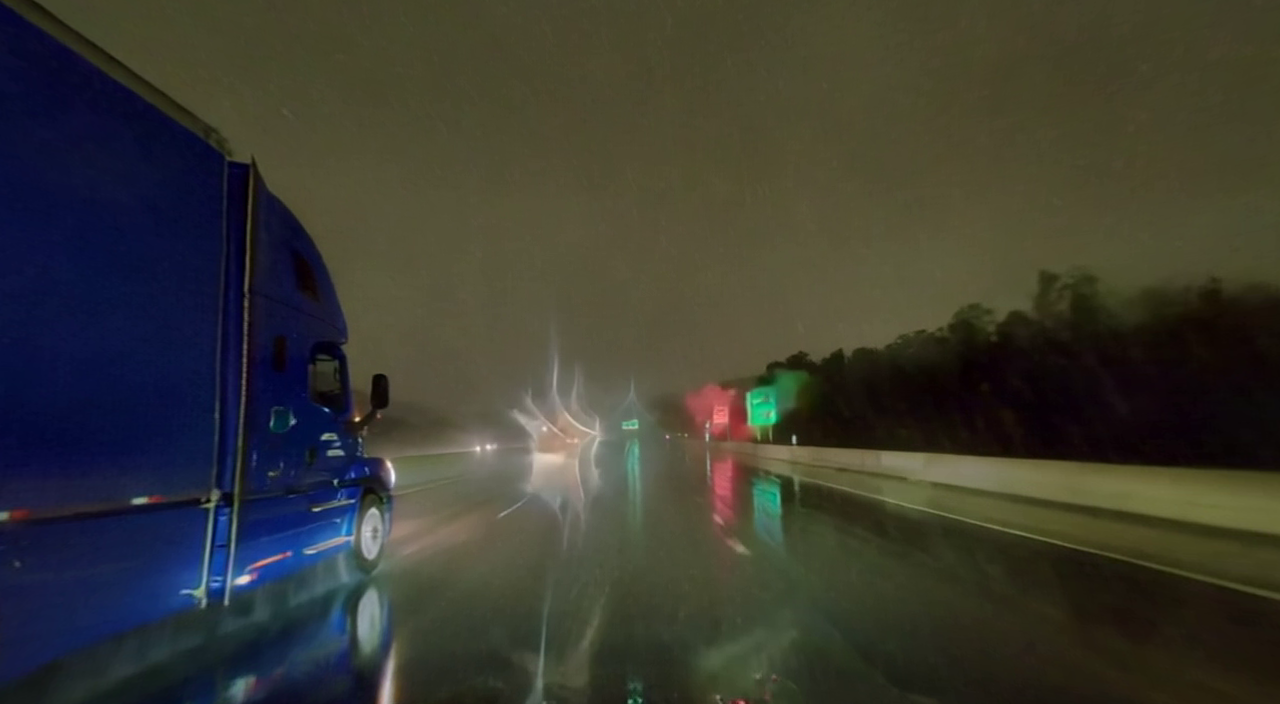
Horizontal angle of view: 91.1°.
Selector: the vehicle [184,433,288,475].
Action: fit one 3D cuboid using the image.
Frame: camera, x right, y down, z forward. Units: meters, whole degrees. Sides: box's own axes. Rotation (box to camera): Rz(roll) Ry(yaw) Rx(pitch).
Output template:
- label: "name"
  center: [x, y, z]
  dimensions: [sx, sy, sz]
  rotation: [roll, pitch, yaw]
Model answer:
- label: "vehicle"
  center: [-20.022, 5.031, 31.450]
  dimensions: [2.028, 1.902, 4.798]
  rotation: [0, -8, 0]
